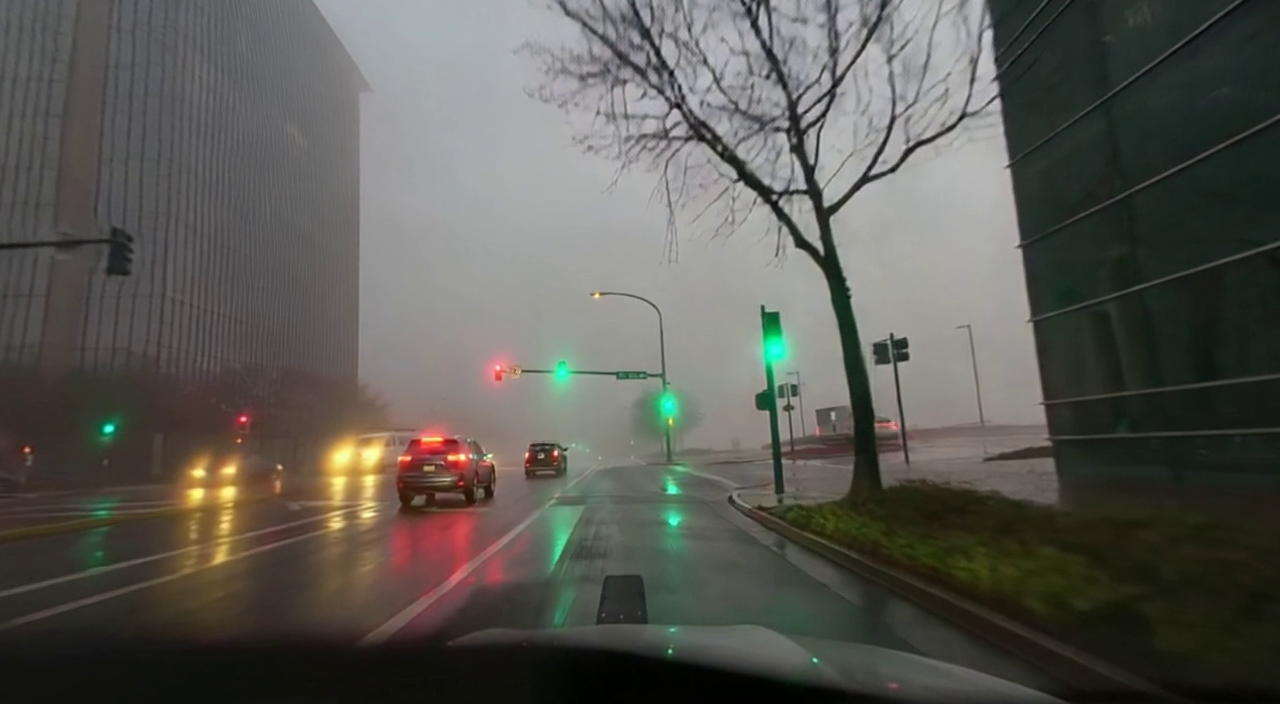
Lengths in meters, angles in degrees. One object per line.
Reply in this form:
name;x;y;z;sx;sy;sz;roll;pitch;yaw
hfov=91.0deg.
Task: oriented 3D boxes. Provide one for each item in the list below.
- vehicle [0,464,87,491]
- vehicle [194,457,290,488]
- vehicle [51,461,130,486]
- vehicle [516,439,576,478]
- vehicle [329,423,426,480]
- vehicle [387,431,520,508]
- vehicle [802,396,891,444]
vehicle;-39.300;8.135;40.842;4.760;1.526;2.108;-1;-8;-3
vehicle;-23.349;7.050;37.179;2.103;1.590;4.613;-2;-9;12
vehicle;-39.617;8.751;45.429;4.004;1.503;1.782;-2;-9;0
vehicle;-4.820;5.560;33.136;2.384;1.849;5.009;0;-9;0
vehicle;-18.286;7.019;44.595;3.394;3.584;8.313;0;-9;-1
vehicle;-4.741;3.064;16.831;2.169;1.741;4.588;0;-9;-1
vehicle;14.083;4.789;43.377;4.005;2.827;4.538;4;-10;-12
